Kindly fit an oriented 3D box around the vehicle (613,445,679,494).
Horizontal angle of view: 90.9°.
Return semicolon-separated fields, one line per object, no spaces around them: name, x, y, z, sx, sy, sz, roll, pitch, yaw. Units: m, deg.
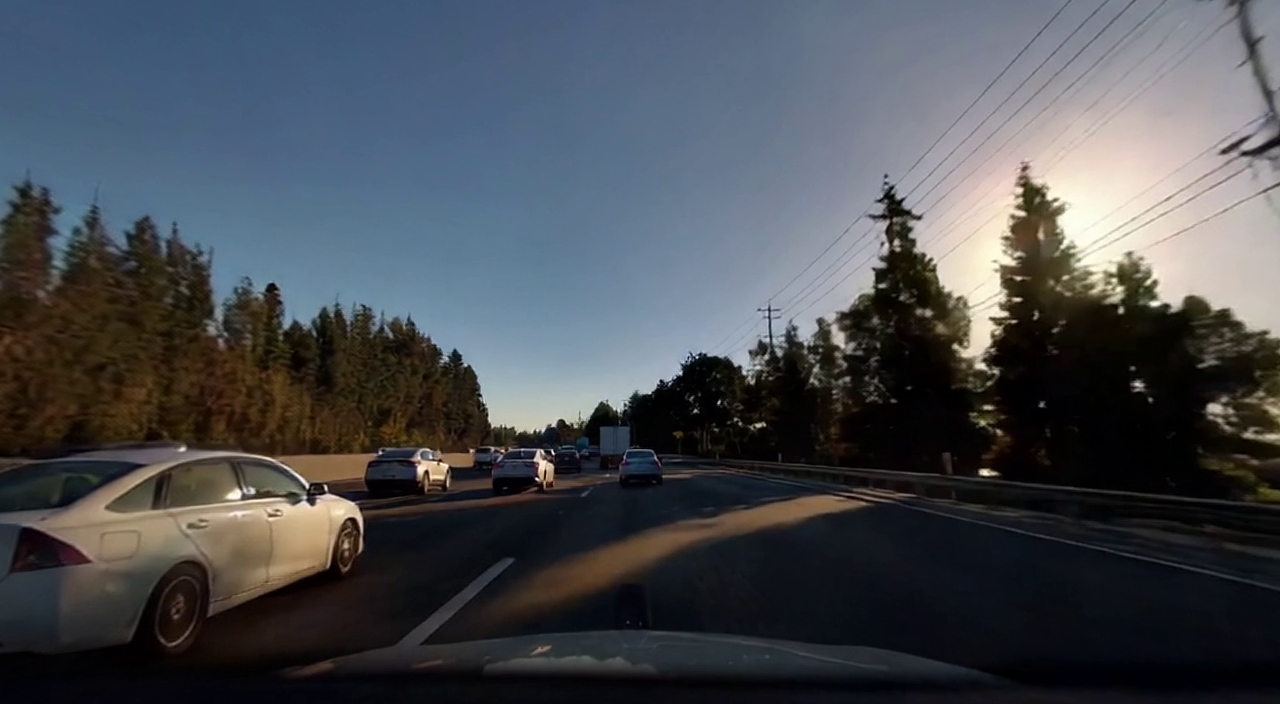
vehicle;0.179;3.933;21.478;2.018;1.470;4.491;0;-9;0

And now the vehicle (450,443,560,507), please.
vehicle;-3.358;3.137;16.559;1.912;1.464;4.115;0;-9;1

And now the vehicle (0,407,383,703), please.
vehicle;-3.684;1.255;4.419;1.883;1.500;4.373;0;-9;0

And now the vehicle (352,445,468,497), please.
vehicle;-7.116;3.719;20.096;1.867;1.445;4.499;0;-9;2

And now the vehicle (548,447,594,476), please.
vehicle;-3.608;5.789;33.528;2.013;1.437;3.801;0;-9;0
